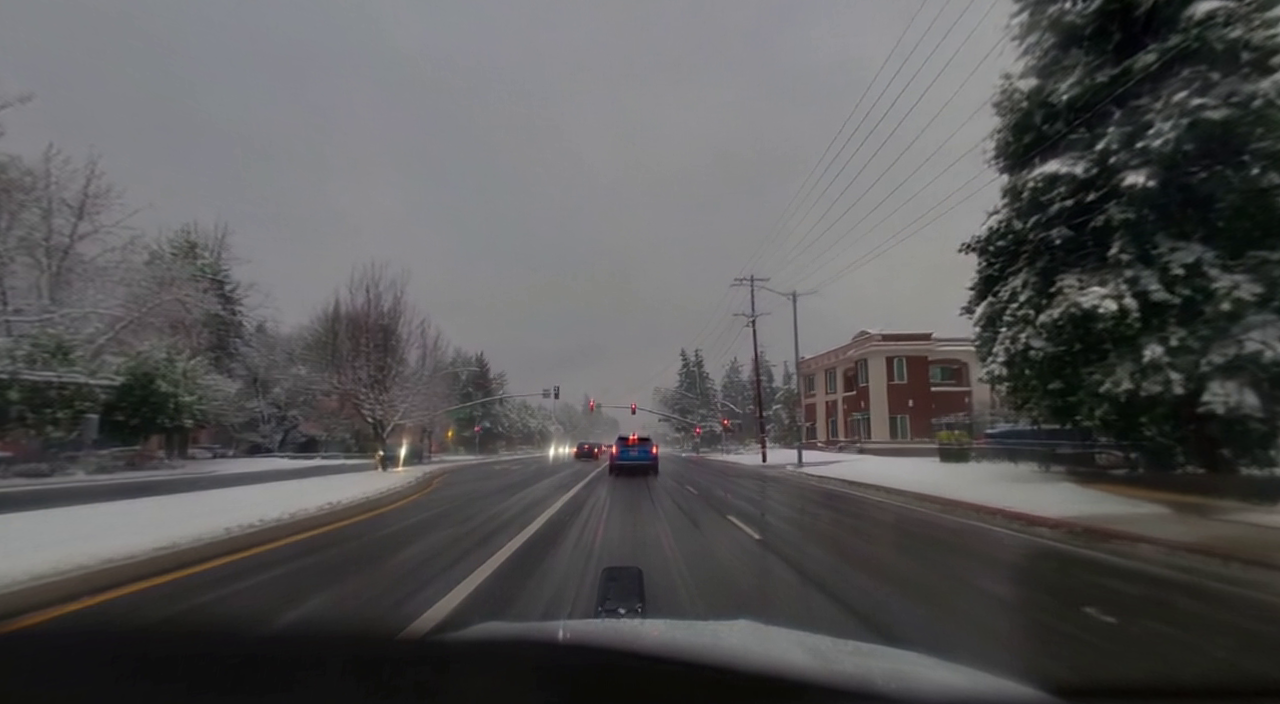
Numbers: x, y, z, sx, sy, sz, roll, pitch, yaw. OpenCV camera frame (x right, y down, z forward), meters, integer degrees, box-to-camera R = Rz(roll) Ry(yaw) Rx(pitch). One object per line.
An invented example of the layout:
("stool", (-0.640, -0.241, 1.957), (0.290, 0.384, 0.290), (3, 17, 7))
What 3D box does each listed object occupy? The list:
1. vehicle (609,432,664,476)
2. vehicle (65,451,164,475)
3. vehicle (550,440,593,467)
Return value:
("vehicle", (-0.180, 4.410, 27.509), (2.188, 1.782, 3.982), (0, -9, -1))
("vehicle", (-34.244, 7.229, 41.259), (4.608, 1.435, 2.076), (0, -9, 0))
("vehicle", (-3.996, 6.000, 37.512), (2.075, 1.474, 4.367), (0, -9, 0))
